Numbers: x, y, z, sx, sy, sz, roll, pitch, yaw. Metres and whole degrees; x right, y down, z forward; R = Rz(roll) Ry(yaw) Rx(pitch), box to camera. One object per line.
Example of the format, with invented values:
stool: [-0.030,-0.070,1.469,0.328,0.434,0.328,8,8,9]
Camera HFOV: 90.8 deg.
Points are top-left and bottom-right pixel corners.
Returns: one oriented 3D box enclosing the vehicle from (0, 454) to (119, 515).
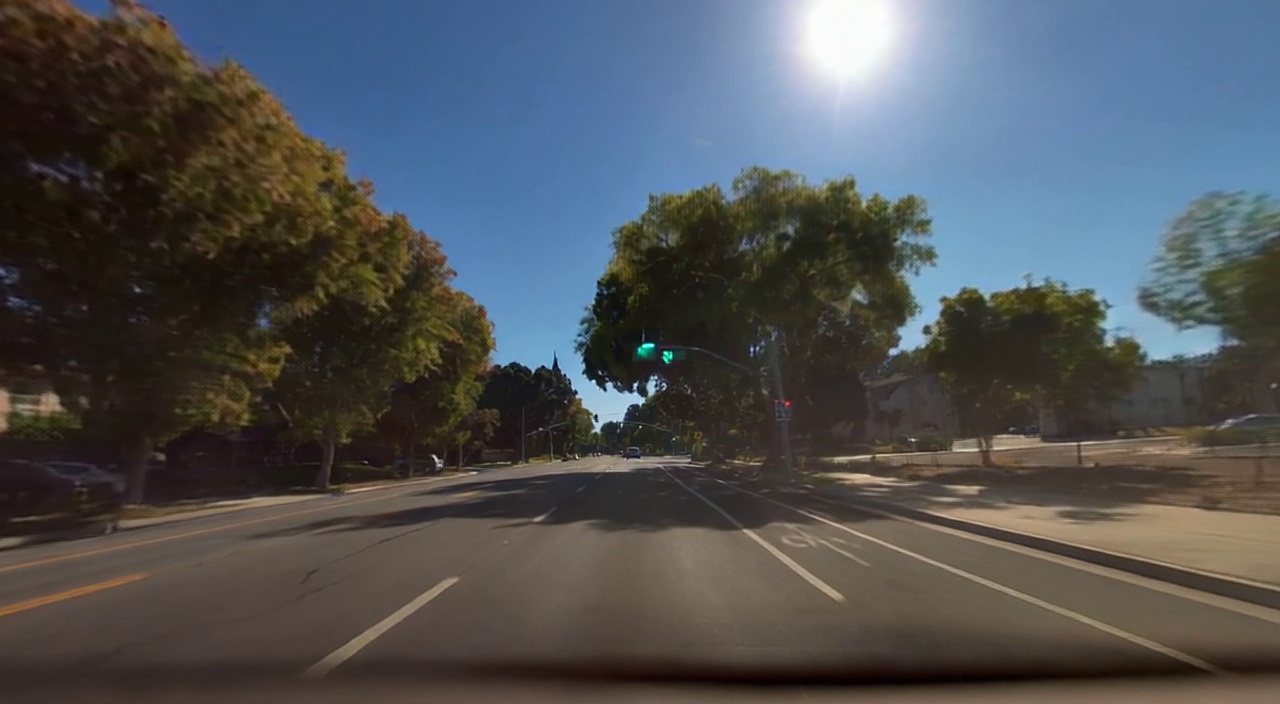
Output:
vehicle: [-20.223,4.209,20.370,4.761,1.812,2.206,0,-9,-1]
